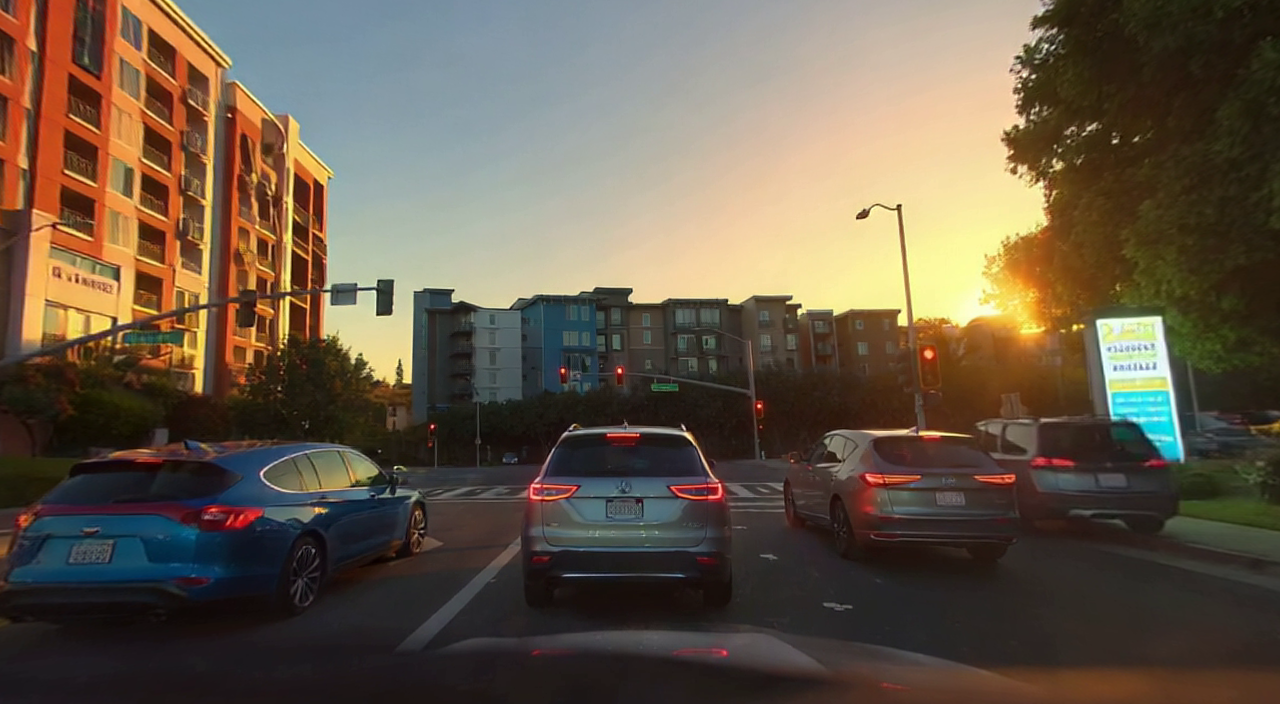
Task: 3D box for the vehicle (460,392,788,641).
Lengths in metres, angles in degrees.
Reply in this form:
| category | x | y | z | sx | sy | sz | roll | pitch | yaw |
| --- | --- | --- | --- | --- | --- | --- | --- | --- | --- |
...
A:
| category | x | y | z | sx | sy | sz | roll | pitch | yaw |
| --- | --- | --- | --- | --- | --- | --- | --- | --- | --- |
| vehicle | -0.125 | 1.422 | 6.448 | 2.195 | 1.662 | 4.262 | 0 | -8 | 0 |

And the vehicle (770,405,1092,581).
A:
| category | x | y | z | sx | sy | sz | roll | pitch | yaw |
| --- | --- | --- | --- | --- | --- | --- | --- | --- | --- |
| vehicle | 3.206 | 1.660 | 8.255 | 2.004 | 1.646 | 4.554 | 0 | -8 | 0 |

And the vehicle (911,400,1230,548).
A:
| category | x | y | z | sx | sy | sz | roll | pitch | yaw |
| --- | --- | --- | --- | --- | --- | --- | --- | --- | --- |
| vehicle | 6.320 | 1.851 | 10.215 | 2.081 | 1.790 | 4.839 | -1 | -9 | 5 |

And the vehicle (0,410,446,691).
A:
| category | x | y | z | sx | sy | sz | roll | pitch | yaw |
| --- | --- | --- | --- | --- | --- | --- | --- | --- | --- |
| vehicle | -3.546 | 1.425 | 5.820 | 1.906 | 1.524 | 4.547 | 0 | -8 | 2 |
